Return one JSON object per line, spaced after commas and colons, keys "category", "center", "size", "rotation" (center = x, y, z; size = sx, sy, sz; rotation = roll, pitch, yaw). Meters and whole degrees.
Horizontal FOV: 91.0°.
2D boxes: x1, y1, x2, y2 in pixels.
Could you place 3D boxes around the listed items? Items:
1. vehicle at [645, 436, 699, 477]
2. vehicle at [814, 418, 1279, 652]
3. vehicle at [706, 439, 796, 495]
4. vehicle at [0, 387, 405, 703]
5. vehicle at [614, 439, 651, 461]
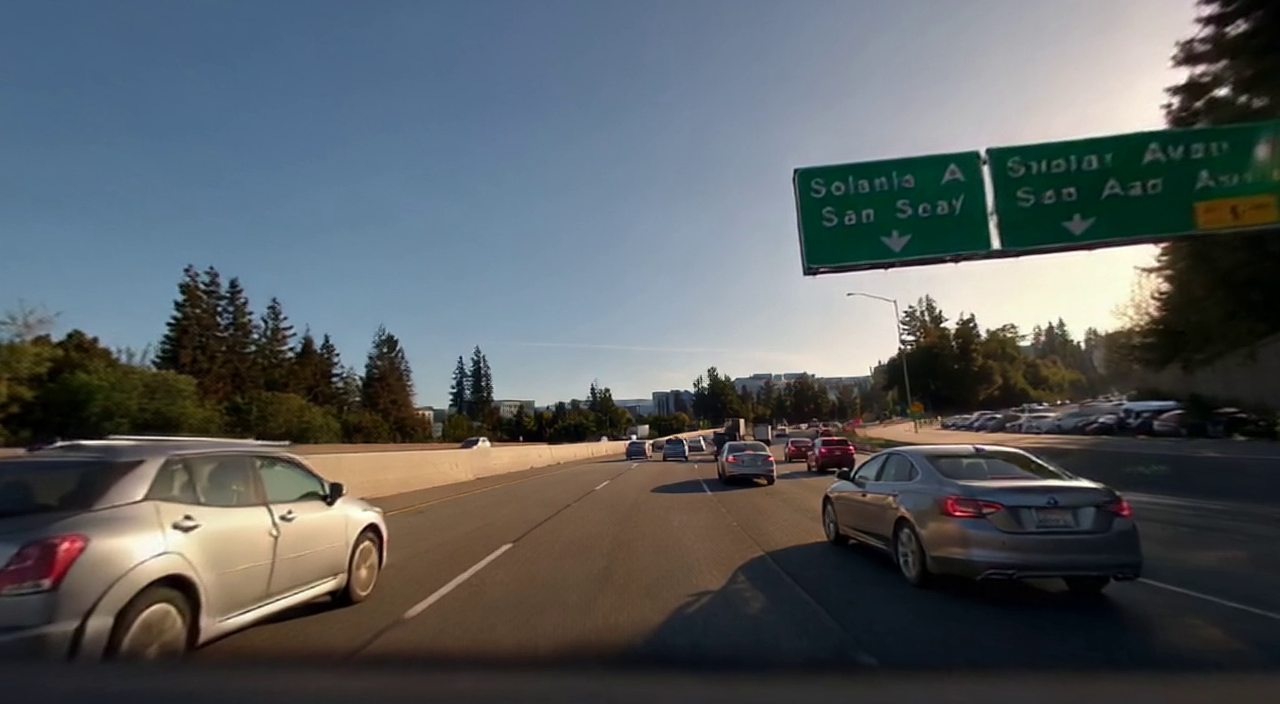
{"category": "vehicle", "center": [1.405, 4.535, 27.494], "size": [2.201, 1.614, 3.803], "rotation": [-1, -9, 4]}
{"category": "vehicle", "center": [3.438, 1.547, 6.471], "size": [2.014, 1.489, 4.696], "rotation": [0, -9, 1]}
{"category": "vehicle", "center": [3.234, 3.450, 19.278], "size": [2.009, 1.489, 4.559], "rotation": [0, -9, 1]}
{"category": "vehicle", "center": [-3.266, 1.142, 3.745], "size": [1.937, 1.558, 4.469], "rotation": [0, -9, 1]}
{"category": "vehicle", "center": [-0.495, 7.084, 45.694], "size": [2.059, 1.516, 4.236], "rotation": [-1, -9, 7]}
